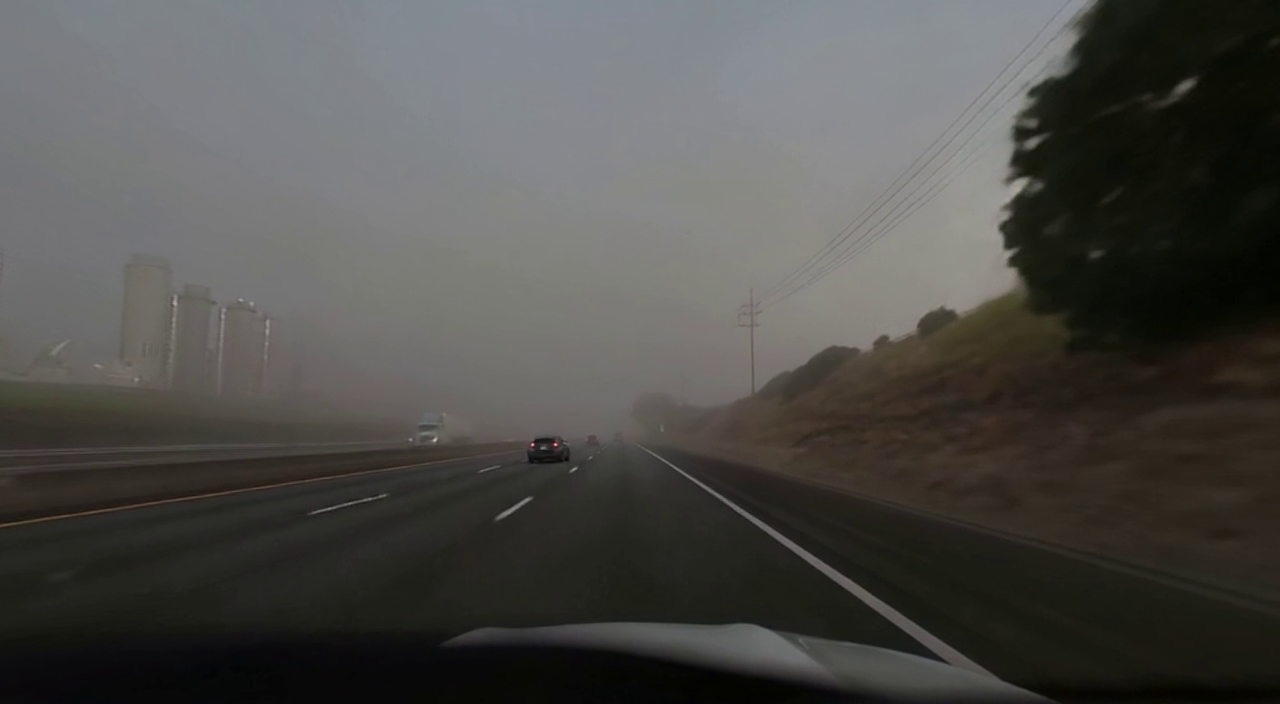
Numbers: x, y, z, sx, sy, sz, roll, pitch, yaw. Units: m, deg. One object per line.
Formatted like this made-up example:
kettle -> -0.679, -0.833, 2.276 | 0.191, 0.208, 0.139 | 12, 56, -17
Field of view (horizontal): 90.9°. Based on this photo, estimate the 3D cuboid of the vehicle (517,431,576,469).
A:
vehicle -> -3.875, 4.118, 26.701 | 1.952, 1.462, 3.969 | 0, -8, -1
